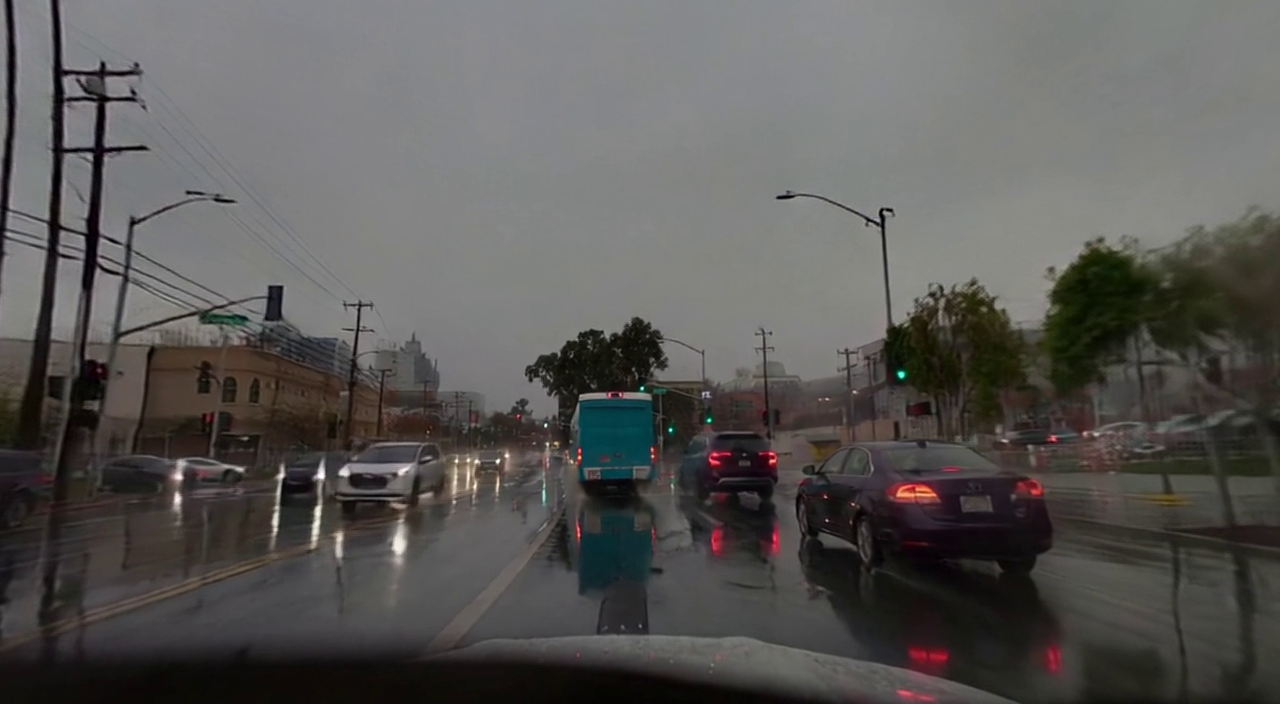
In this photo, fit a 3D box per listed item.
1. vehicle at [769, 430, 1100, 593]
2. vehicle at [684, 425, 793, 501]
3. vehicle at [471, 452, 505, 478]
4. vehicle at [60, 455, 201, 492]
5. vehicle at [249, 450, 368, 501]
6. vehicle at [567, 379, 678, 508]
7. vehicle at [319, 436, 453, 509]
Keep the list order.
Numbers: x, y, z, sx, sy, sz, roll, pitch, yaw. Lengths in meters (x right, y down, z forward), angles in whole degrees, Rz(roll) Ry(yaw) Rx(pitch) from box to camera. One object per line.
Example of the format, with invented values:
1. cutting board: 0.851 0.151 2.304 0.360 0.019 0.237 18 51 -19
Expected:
1. vehicle: 3.271 1.850 8.300 1.978 1.507 4.636 0 -8 -2
2. vehicle: 2.749 3.278 19.071 2.157 1.944 5.423 0 -8 -3
3. vehicle: -9.836 7.326 40.771 1.878 1.540 3.939 1 -9 -10
4. vehicle: -22.471 5.344 27.790 4.585 1.533 1.996 -1 -9 4
5. vehicle: -11.285 4.190 21.803 1.975 1.503 4.533 1 -9 -5
6. vehicle: -0.683 2.549 17.534 2.517 2.926 6.177 1 -9 -5
7. vehicle: -6.736 3.212 17.271 2.058 1.730 4.466 0 -9 -4
